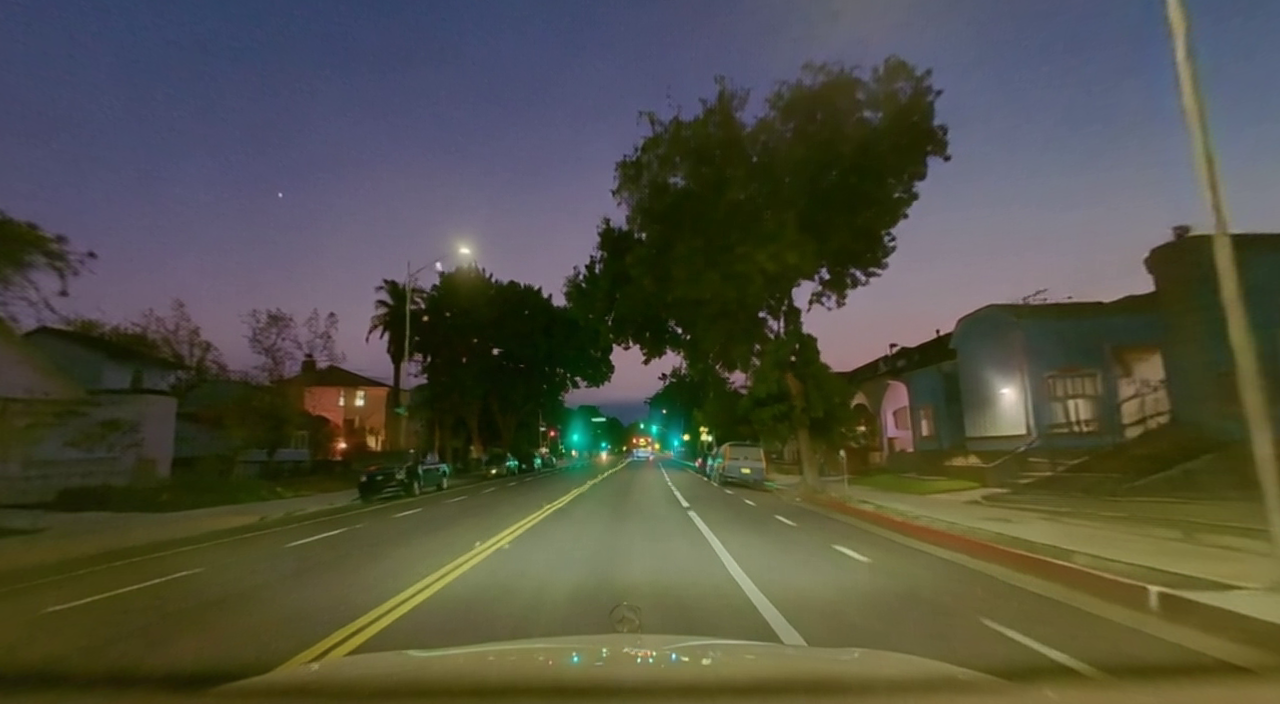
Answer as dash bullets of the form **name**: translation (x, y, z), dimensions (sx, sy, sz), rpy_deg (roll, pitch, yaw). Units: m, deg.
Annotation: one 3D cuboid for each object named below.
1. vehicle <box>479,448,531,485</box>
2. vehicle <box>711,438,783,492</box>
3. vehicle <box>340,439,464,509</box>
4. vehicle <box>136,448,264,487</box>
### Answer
- **vehicle**: translation (-7.700, 6.526, 36.439), dimensions (1.898, 1.755, 4.603), rpy_deg (-5, -8, 0)
- **vehicle**: translation (4.332, 4.661, 26.343), dimensions (2.060, 1.833, 4.927), rpy_deg (5, -9, 1)
- **vehicle**: translation (-7.953, 4.071, 21.733), dimensions (2.094, 1.840, 5.450), rpy_deg (-6, -8, 0)
- **vehicle**: translation (-19.811, 5.195, 28.586), dimensions (4.197, 1.659, 2.059), rpy_deg (0, -8, 0)
